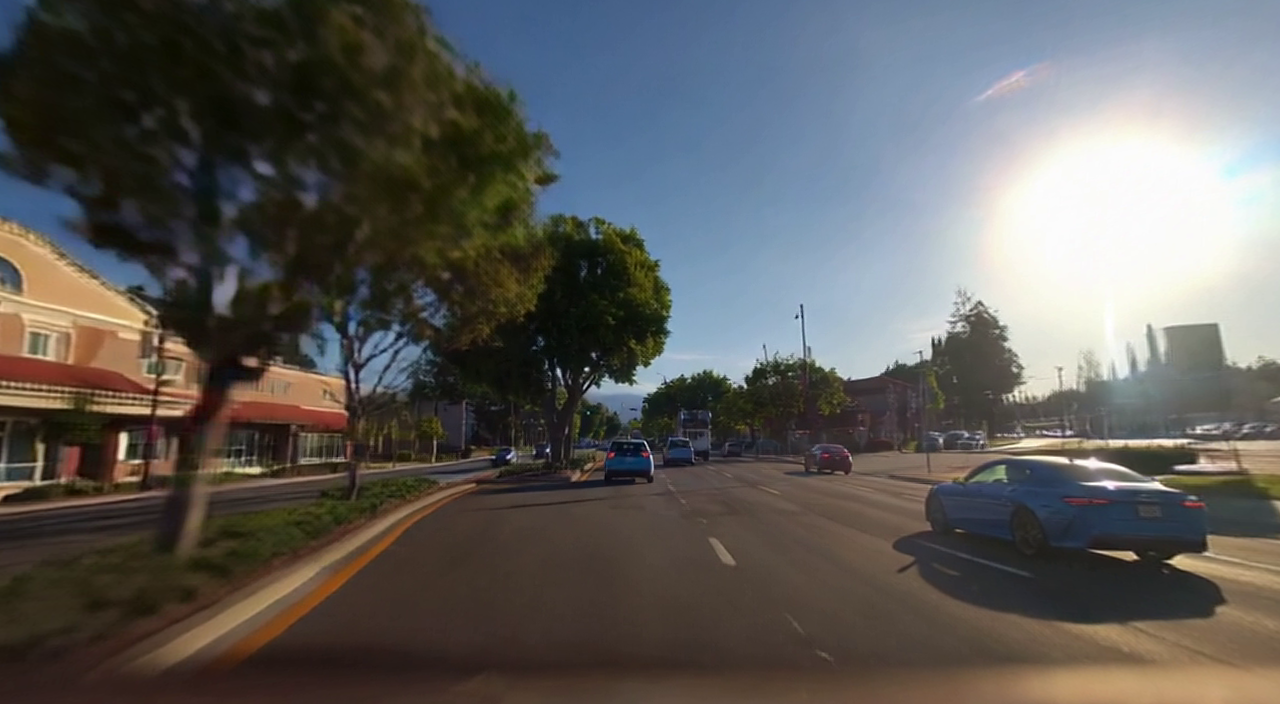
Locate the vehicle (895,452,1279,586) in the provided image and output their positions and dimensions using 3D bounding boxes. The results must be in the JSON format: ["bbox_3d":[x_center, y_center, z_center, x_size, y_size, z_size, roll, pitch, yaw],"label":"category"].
[{"bbox_3d":[5.550,2.016,8.542,2.258,1.294,4.312,0,-9,-2],"label":"vehicle"}]

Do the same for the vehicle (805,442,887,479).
[{"bbox_3d":[8.876,4.695,27.626,2.045,1.484,4.342,0,-9,-1],"label":"vehicle"}]

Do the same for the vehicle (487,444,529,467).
[{"bbox_3d":[-9.502,7.469,45.737,1.989,1.542,4.435,0,-9,1],"label":"vehicle"}]

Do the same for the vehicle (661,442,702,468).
[{"bbox_3d":[2.396,6.072,37.401,2.078,1.471,4.142,0,-9,-1],"label":"vehicle"}]

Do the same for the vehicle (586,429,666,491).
[{"bbox_3d":[-0.458,3.404,20.209,2.266,1.762,4.131,0,-9,-2],"label":"vehicle"}]
